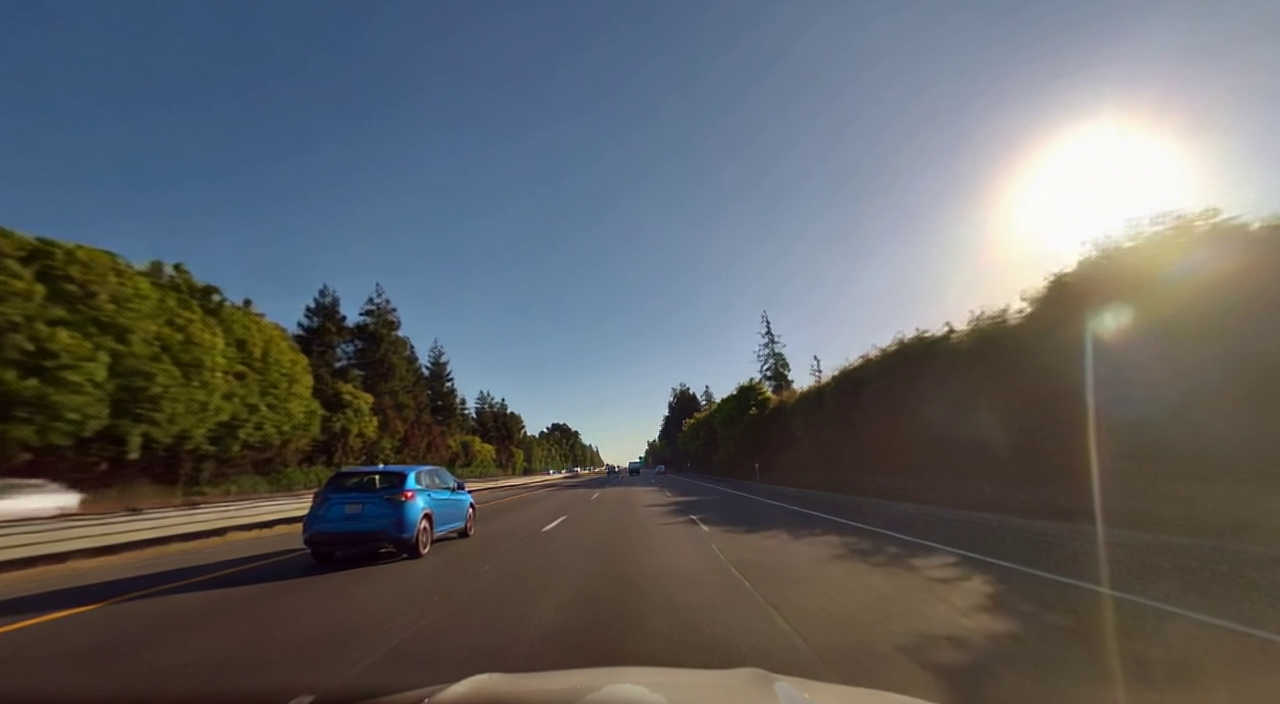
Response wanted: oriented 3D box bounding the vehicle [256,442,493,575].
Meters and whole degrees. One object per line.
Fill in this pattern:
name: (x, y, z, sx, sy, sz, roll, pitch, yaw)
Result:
vehicle: (-3.653, 2.245, 9.619, 1.797, 1.532, 4.072, 1, -10, 0)
